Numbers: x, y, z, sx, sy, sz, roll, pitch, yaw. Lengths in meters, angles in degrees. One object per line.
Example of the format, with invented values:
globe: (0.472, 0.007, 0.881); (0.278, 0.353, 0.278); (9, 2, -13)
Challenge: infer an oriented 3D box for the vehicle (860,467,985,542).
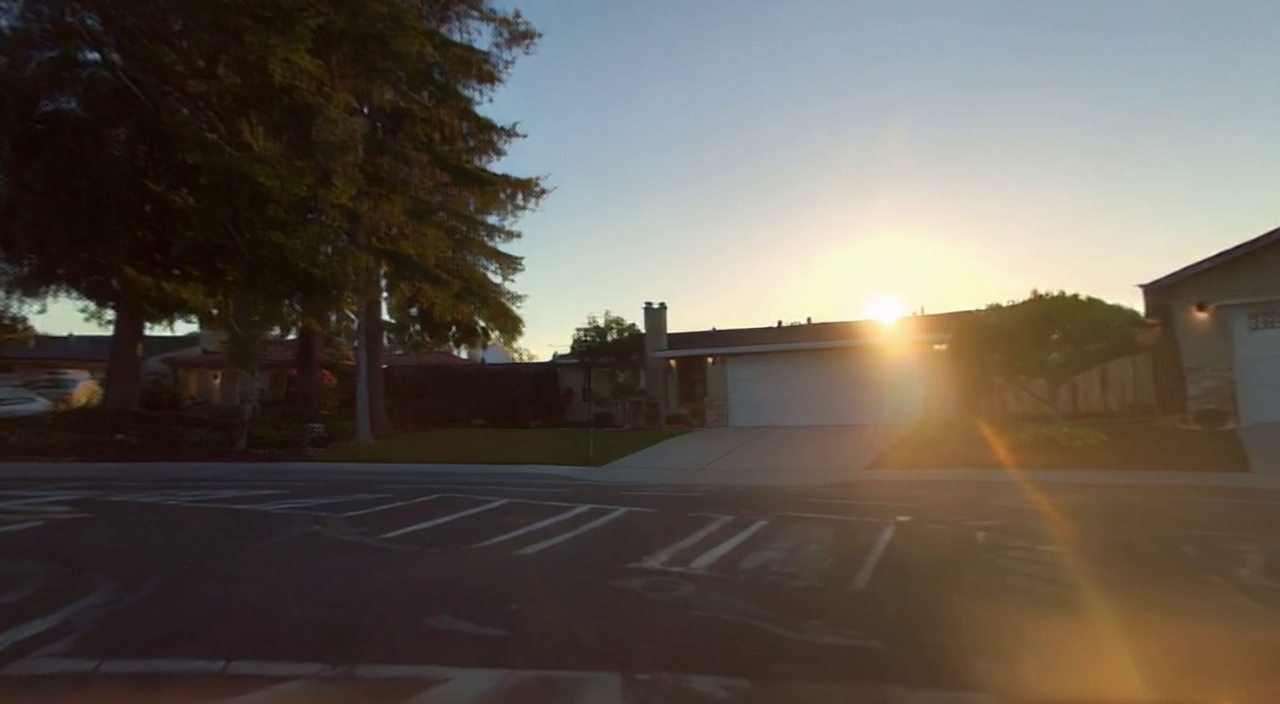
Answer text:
vehicle: (7.263, 3.905, 16.729); (1.860, 1.477, 4.629); (-2, -8, 10)

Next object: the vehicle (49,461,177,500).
vehicle: (-25.652, 6.357, 30.927); (2.019, 1.697, 4.310); (-1, -13, 11)
